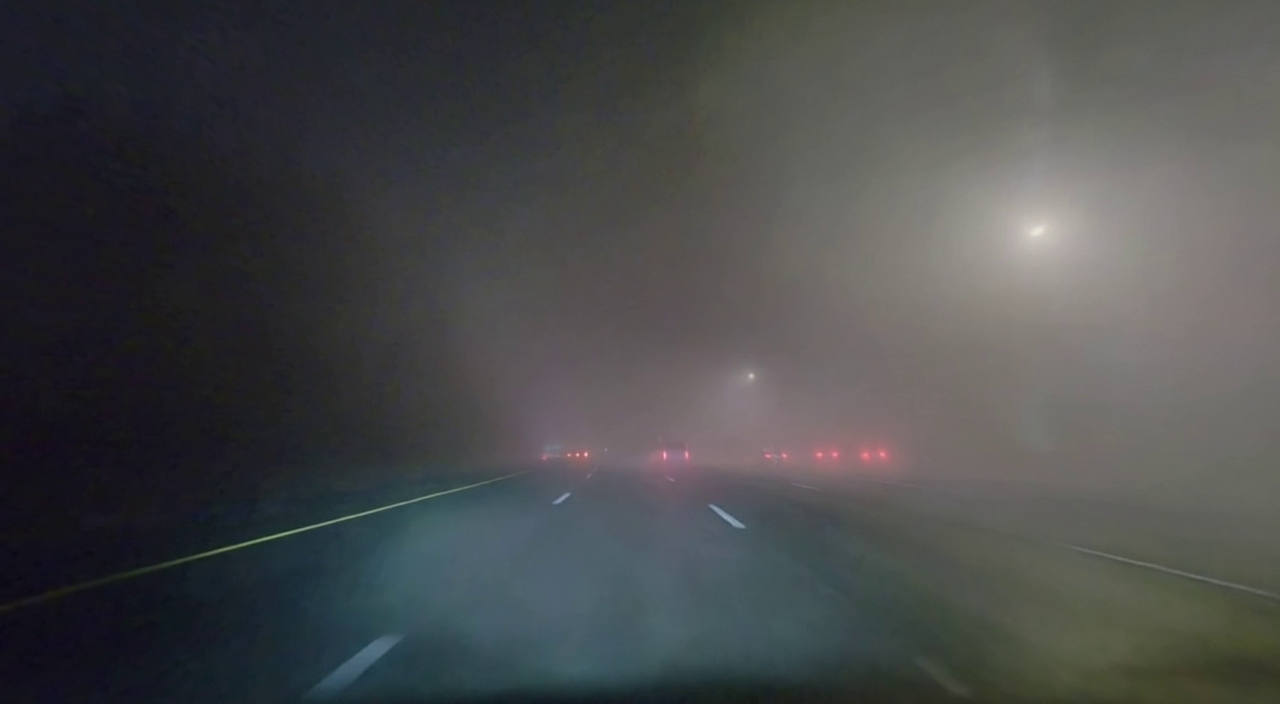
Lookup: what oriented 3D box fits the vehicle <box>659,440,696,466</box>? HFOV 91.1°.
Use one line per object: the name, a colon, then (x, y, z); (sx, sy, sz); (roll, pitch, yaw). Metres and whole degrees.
vehicle: (2.739, 7.567, 47.269); (2.233, 1.861, 4.494); (0, -8, -4)
